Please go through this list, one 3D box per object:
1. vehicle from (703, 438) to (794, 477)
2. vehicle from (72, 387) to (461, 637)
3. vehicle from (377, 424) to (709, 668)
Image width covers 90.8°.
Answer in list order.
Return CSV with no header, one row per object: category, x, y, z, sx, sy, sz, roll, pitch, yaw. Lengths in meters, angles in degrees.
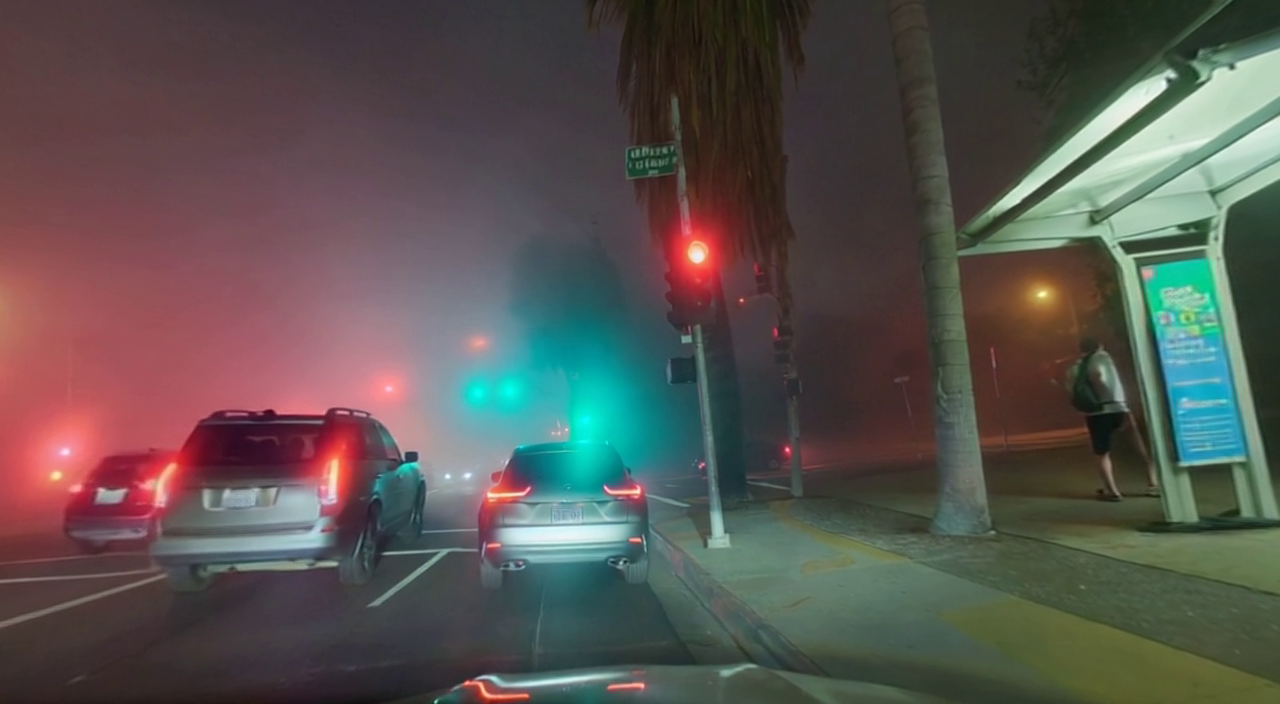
vehicle,5.333,5.201,31.206,3.987,1.636,1.903,4,-6,-13
vehicle,-3.472,1.547,7.184,2.098,1.851,4.571,1,-9,-8
vehicle,-0.894,1.522,6.177,2.065,1.467,4.289,1,-9,-9
